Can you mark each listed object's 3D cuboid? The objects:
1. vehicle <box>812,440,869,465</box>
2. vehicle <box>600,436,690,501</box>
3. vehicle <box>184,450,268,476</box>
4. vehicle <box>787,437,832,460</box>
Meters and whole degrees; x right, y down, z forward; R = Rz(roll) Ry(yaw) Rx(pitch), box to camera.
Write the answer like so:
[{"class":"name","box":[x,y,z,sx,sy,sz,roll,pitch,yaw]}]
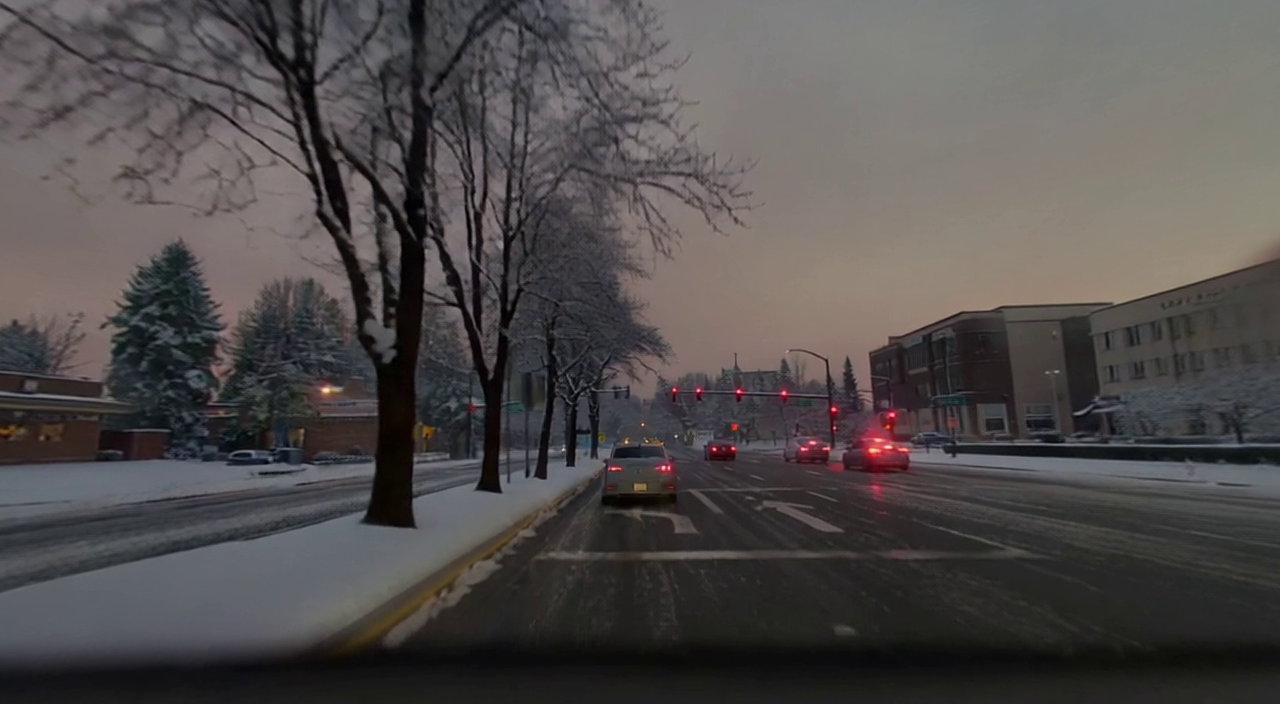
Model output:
[{"class":"vehicle","box":[12.757,6.405,40.470,2.059,1.482,4.568,0,-8,-1]},{"class":"vehicle","box":[0.083,2.972,16.521,2.064,1.477,3.968,0,-8,-1]},{"class":"vehicle","box":[-31.403,8.396,48.026,2.114,1.809,4.758,-6,-11,37]},{"class":"vehicle","box":[13.294,7.597,49.864,1.981,1.746,5.375,0,-8,0]}]
